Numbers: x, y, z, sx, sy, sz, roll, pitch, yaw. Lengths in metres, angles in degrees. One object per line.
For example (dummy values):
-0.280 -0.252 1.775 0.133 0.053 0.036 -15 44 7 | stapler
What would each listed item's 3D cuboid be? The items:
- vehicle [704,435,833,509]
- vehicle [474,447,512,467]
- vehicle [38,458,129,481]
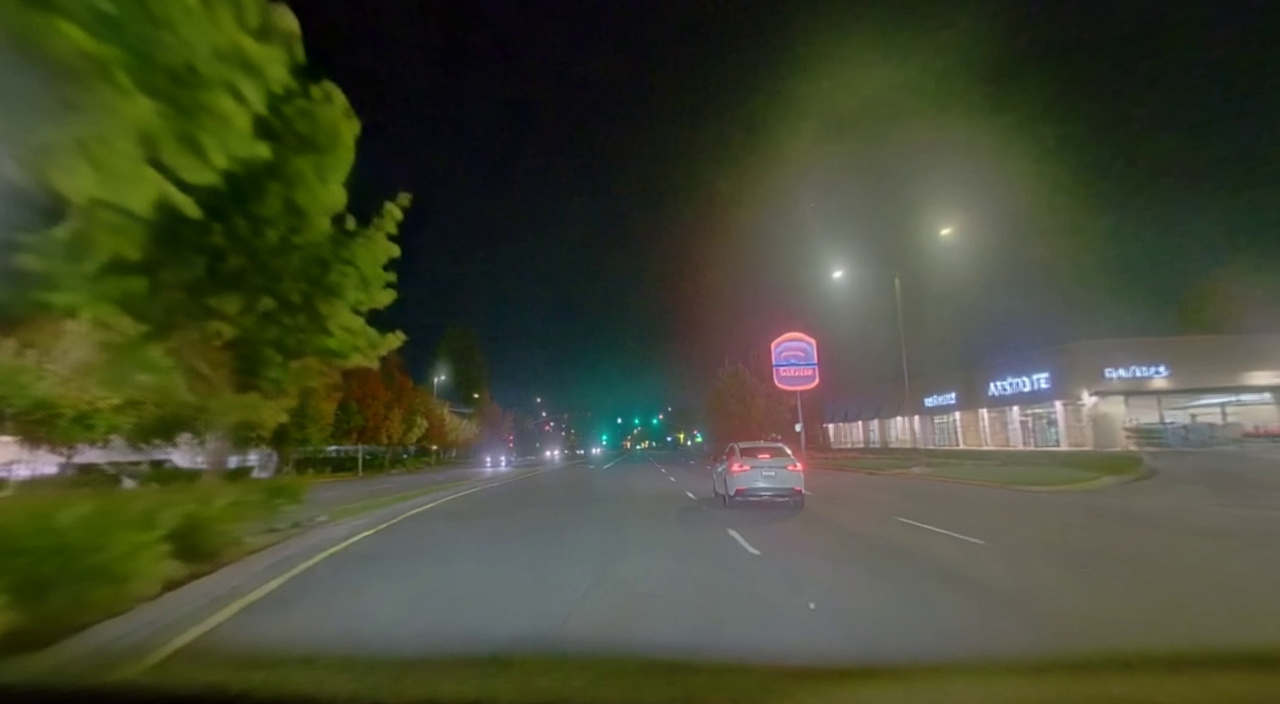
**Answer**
2.820 2.751 14.930 2.015 1.479 4.444 0 -8 -1 | vehicle
-11.536 8.260 49.704 1.944 1.512 4.278 0 -8 1 | vehicle
-41.080 8.652 46.525 4.663 1.593 1.913 1 -9 -4 | vehicle
